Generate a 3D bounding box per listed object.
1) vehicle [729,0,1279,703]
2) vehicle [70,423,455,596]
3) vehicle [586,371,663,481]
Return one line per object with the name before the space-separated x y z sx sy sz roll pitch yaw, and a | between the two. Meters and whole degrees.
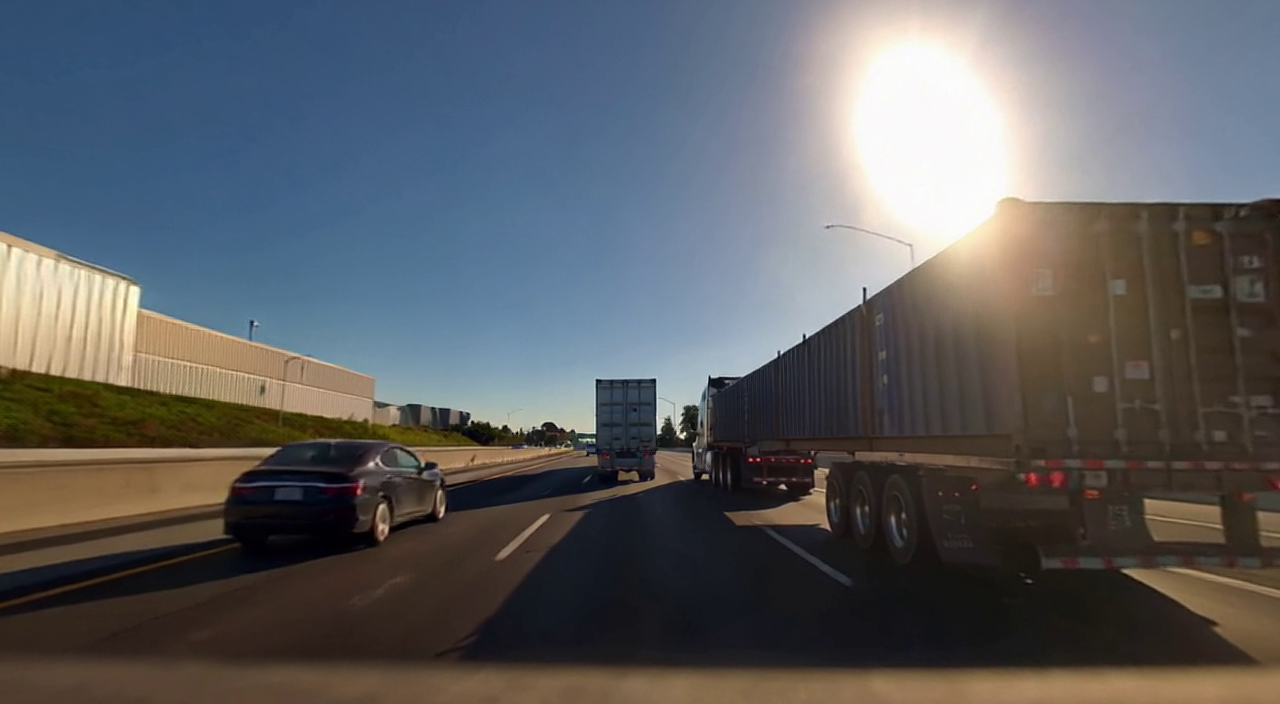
vehicle | 3.801 0.680 9.667 2.803 4.072 12.744 0 -9 -1
vehicle | -3.965 1.717 7.858 1.994 1.471 4.591 0 -9 -1
vehicle | -0.519 3.661 29.822 2.841 4.071 12.046 -1 -9 1
